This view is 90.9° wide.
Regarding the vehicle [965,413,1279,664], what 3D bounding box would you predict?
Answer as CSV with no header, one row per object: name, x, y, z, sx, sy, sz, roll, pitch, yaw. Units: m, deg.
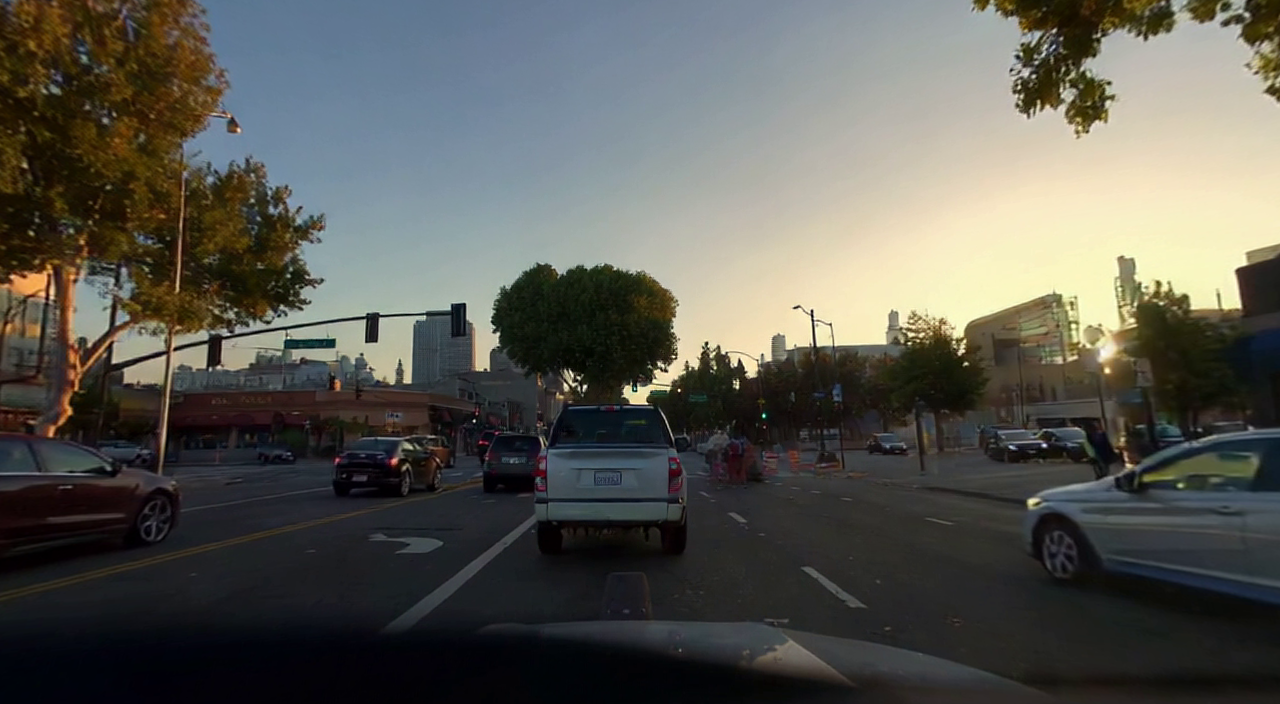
vehicle,4.804,1.162,4.070,1.957,1.490,4.718,3,-9,-18

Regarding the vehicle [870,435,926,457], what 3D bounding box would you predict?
vehicle,20.095,7.332,49.035,4.361,1.653,2.034,6,-11,-37

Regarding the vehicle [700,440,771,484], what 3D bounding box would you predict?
vehicle,3.429,4.046,23.512,2.023,1.441,4.240,0,-8,1

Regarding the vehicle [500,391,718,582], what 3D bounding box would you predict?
vehicle,-0.312,1.599,8.238,2.064,1.817,4.298,0,-8,-1

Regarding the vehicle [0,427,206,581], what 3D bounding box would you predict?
vehicle,-6.995,1.530,6.574,1.831,1.451,4.382,0,-8,-1

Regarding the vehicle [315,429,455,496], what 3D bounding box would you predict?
vehicle,-7.037,3.096,17.998,1.941,1.655,4.503,0,-8,2
